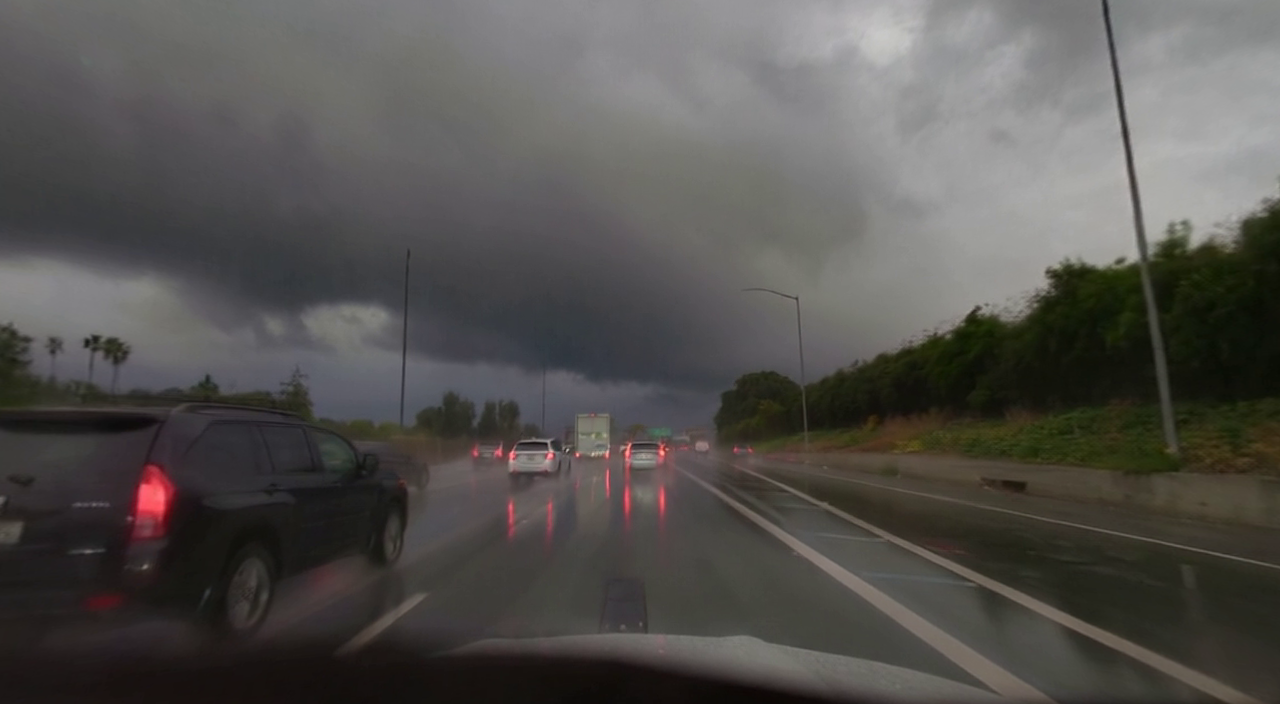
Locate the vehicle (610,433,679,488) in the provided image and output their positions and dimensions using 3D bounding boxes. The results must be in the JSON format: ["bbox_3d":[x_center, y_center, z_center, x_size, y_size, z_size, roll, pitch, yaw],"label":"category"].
[{"bbox_3d":[0.163,3.741,22.048,2.180,1.716,3.920,0,-8,1],"label":"vehicle"}]

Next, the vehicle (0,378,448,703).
[{"bbox_3d":[-3.485,1.305,5.493,2.209,1.711,4.296,0,-8,1],"label":"vehicle"}]

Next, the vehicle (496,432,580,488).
[{"bbox_3d":[-3.495,3.794,22.521,2.125,1.792,4.466,0,-8,2],"label":"vehicle"}]

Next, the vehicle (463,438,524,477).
[{"bbox_3d":[-7.111,5.129,31.009,1.998,1.770,4.222,0,-8,0],"label":"vehicle"}]
